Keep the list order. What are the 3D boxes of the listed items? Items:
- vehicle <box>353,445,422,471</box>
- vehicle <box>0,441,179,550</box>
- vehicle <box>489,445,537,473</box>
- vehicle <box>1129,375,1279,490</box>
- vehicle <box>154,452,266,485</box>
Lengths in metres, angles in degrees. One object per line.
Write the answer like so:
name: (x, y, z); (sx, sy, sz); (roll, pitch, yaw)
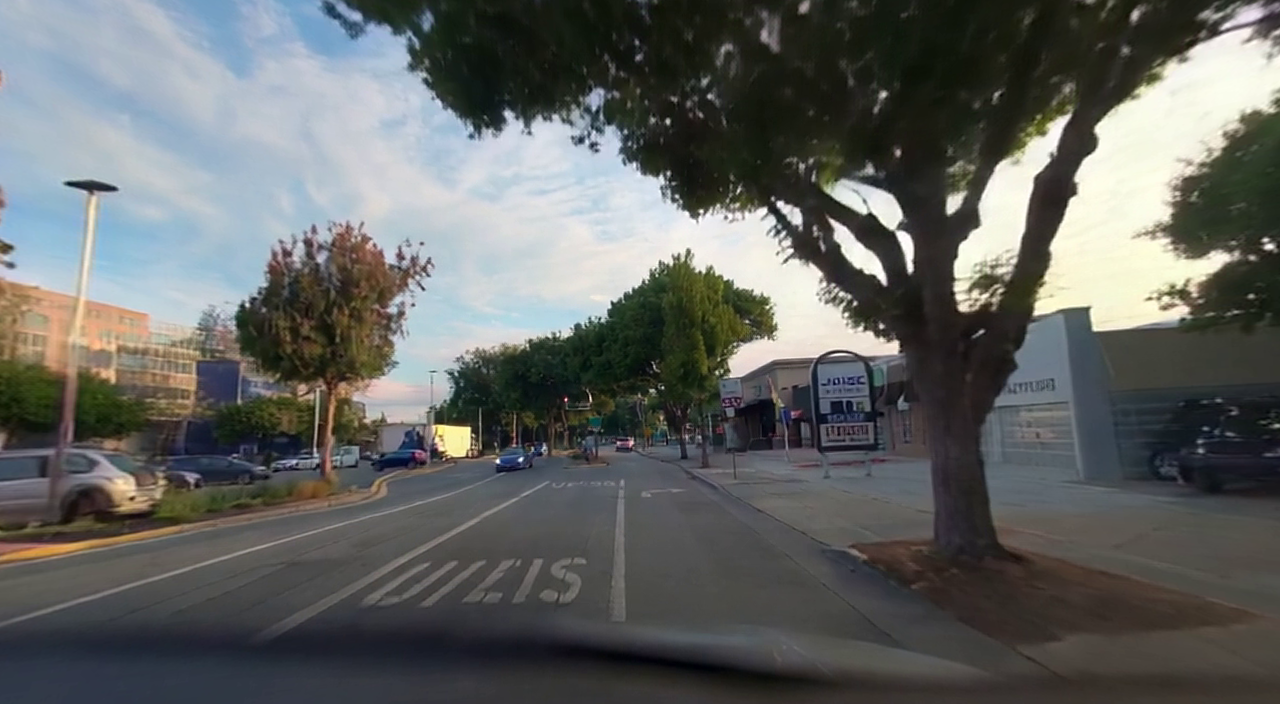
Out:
vehicle: (-18.009, 7.545, 45.260); (2.101, 1.721, 4.587); (-3, -9, 18)
vehicle: (-12.809, 2.987, 13.819); (2.000, 2.008, 4.287); (-1, -8, 3)
vehicle: (-7.360, 6.214, 36.991); (1.899, 1.517, 4.384); (0, -8, -1)
vehicle: (12.620, 1.636, 12.683); (2.112, 2.050, 4.327); (0, -8, 2)
vehicle: (-21.845, 5.911, 32.335); (1.928, 1.490, 4.462); (-4, -9, 16)
